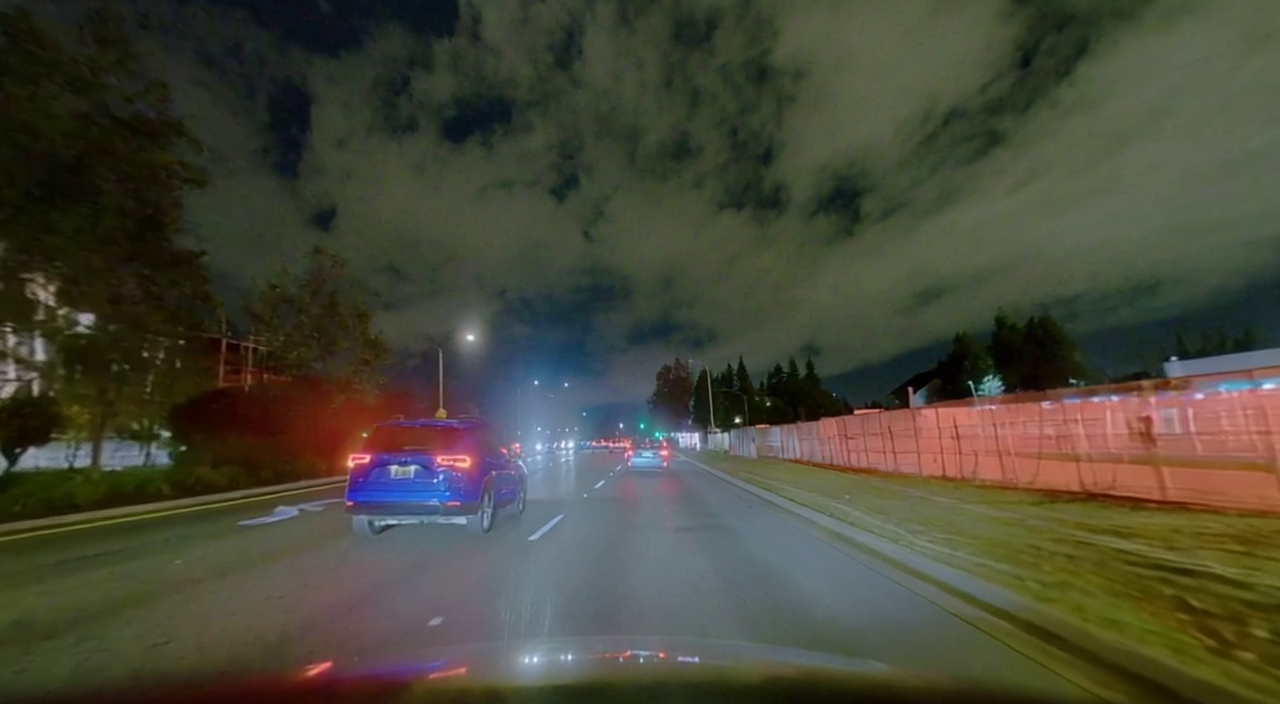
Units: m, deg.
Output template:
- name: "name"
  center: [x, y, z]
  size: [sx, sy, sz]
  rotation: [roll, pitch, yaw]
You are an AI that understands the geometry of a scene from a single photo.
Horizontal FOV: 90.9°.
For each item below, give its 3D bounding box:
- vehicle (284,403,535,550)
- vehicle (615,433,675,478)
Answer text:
- name: "vehicle"
  center: [-3.312, 1.928, 10.451]
  size: [2.157, 1.824, 4.986]
  rotation: [0, -9, 1]
- name: "vehicle"
  center: [0.132, 4.133, 25.378]
  size: [2.227, 1.654, 4.091]
  rotation: [0, -9, -1]
